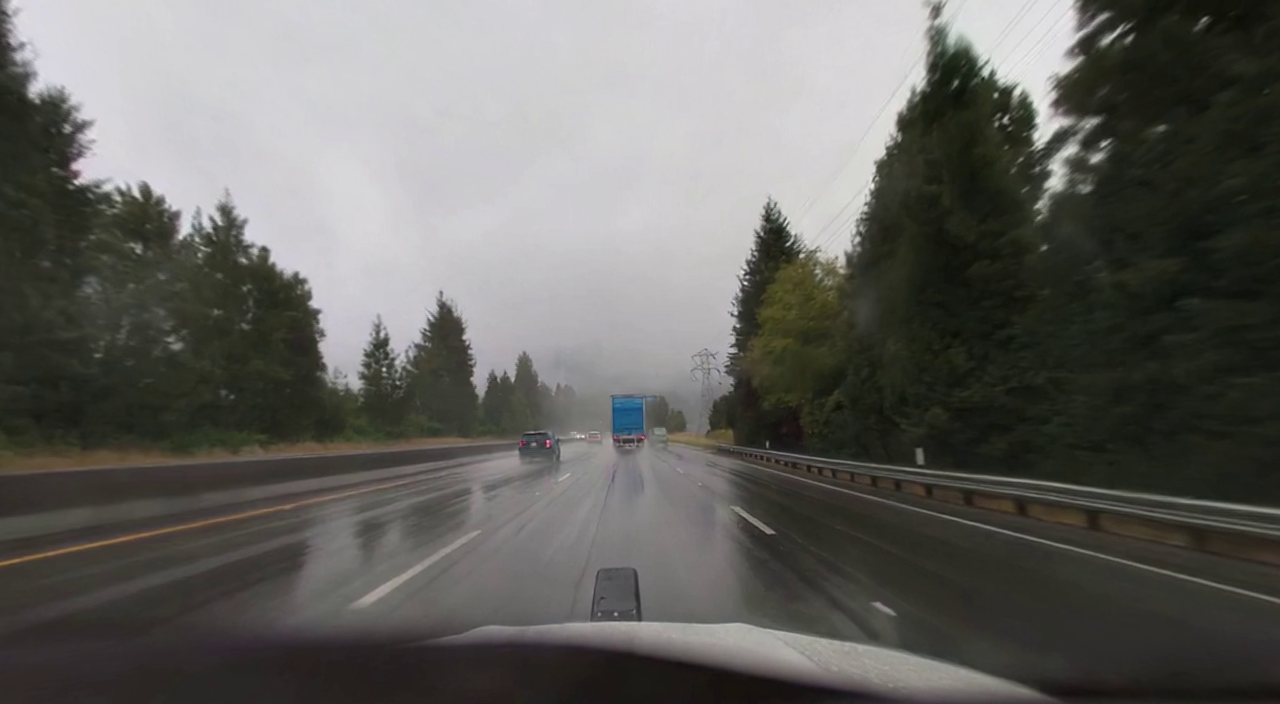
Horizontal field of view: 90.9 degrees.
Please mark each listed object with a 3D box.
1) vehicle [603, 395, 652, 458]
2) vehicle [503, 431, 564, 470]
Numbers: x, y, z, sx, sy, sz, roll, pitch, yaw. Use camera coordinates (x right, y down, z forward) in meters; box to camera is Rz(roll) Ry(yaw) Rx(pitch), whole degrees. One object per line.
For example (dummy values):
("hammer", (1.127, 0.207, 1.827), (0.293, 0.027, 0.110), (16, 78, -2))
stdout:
("vehicle", (-0.782, 5.202, 43.560), (2.955, 3.851, 9.915), (0, -8, 0))
("vehicle", (-4.524, 4.218, 27.287), (1.934, 1.549, 4.194), (0, -8, -1))
